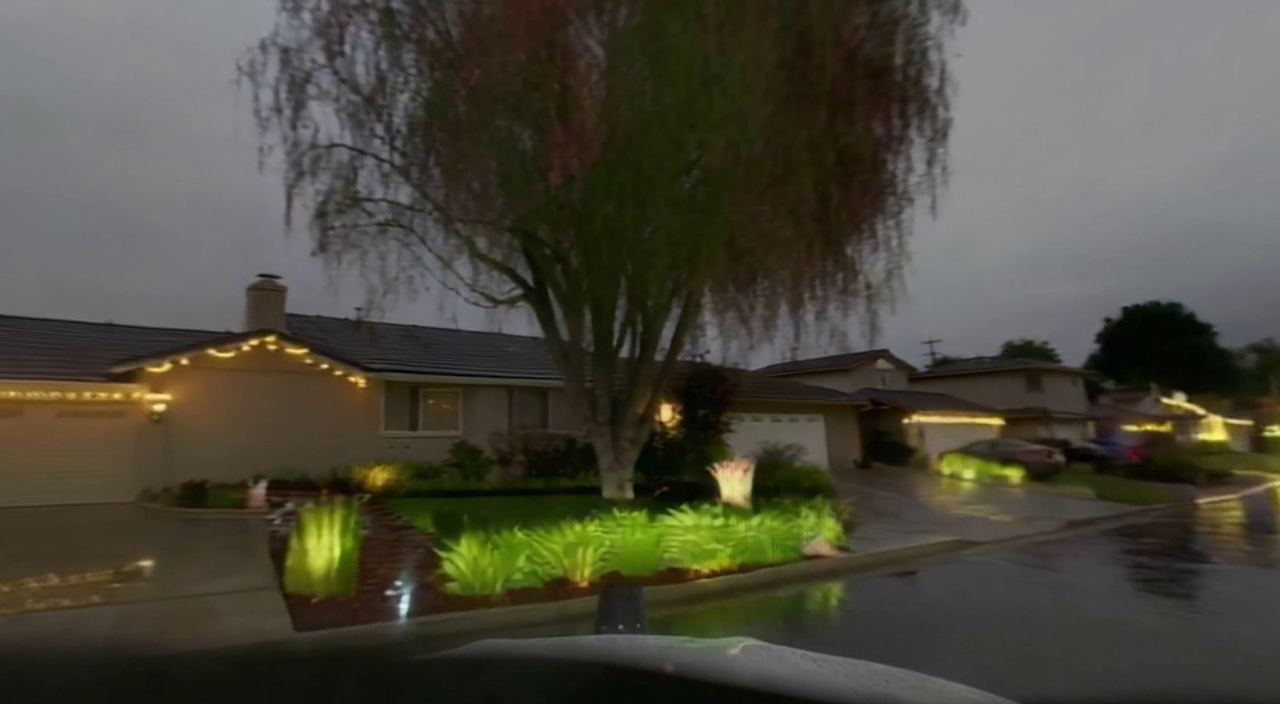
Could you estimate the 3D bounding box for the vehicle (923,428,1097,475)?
[{"bbox_3d":[12.996,3.511,22.522,1.807,1.485,4.916,6,-10,-38],"label":"vehicle"}]
